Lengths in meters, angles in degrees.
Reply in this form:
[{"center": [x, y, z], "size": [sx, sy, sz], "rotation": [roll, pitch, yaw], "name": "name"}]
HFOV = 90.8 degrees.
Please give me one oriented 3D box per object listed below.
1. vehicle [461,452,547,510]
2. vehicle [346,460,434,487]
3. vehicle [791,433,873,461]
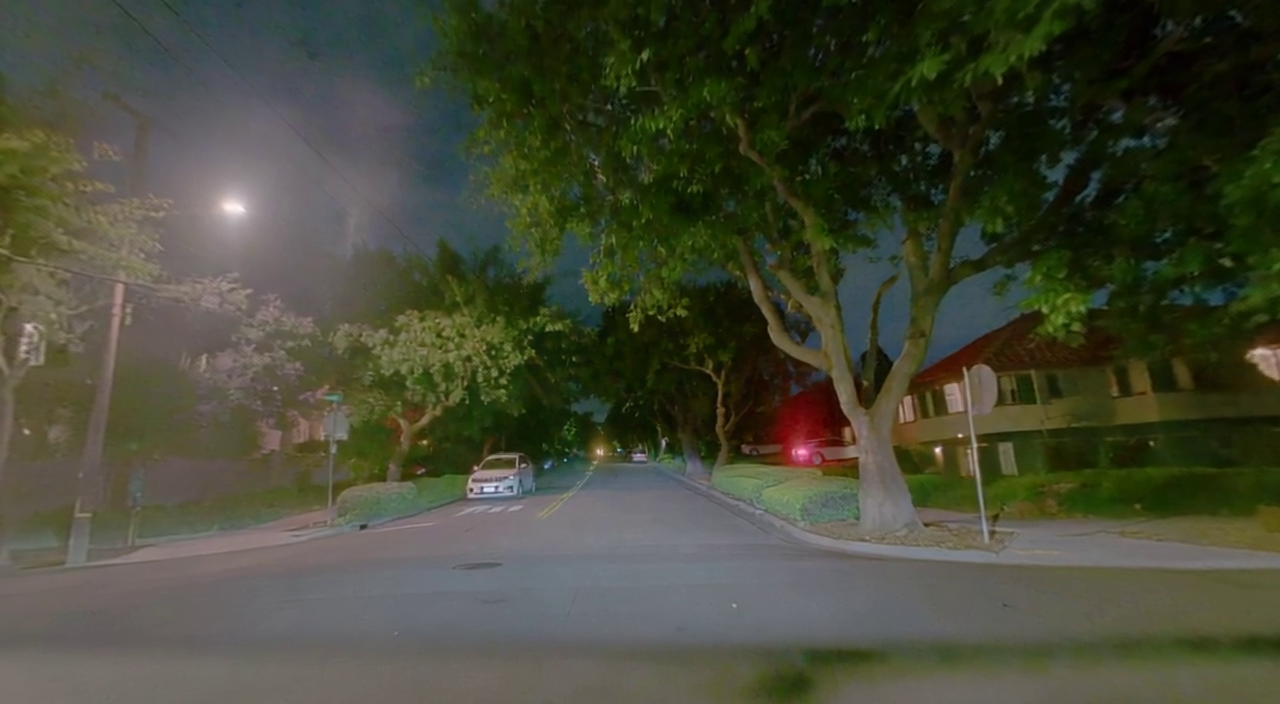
[{"center": [-4.505, 4.326, 21.642], "size": [1.973, 1.683, 4.400], "rotation": [0, -8, 0], "name": "vehicle"}, {"center": [-14.920, 7.258, 37.748], "size": [4.487, 1.464, 1.889], "rotation": [-3, -11, 8], "name": "vehicle"}, {"center": [11.407, 5.672, 37.837], "size": [4.389, 1.480, 2.038], "rotation": [-2, -6, 8], "name": "vehicle"}]
